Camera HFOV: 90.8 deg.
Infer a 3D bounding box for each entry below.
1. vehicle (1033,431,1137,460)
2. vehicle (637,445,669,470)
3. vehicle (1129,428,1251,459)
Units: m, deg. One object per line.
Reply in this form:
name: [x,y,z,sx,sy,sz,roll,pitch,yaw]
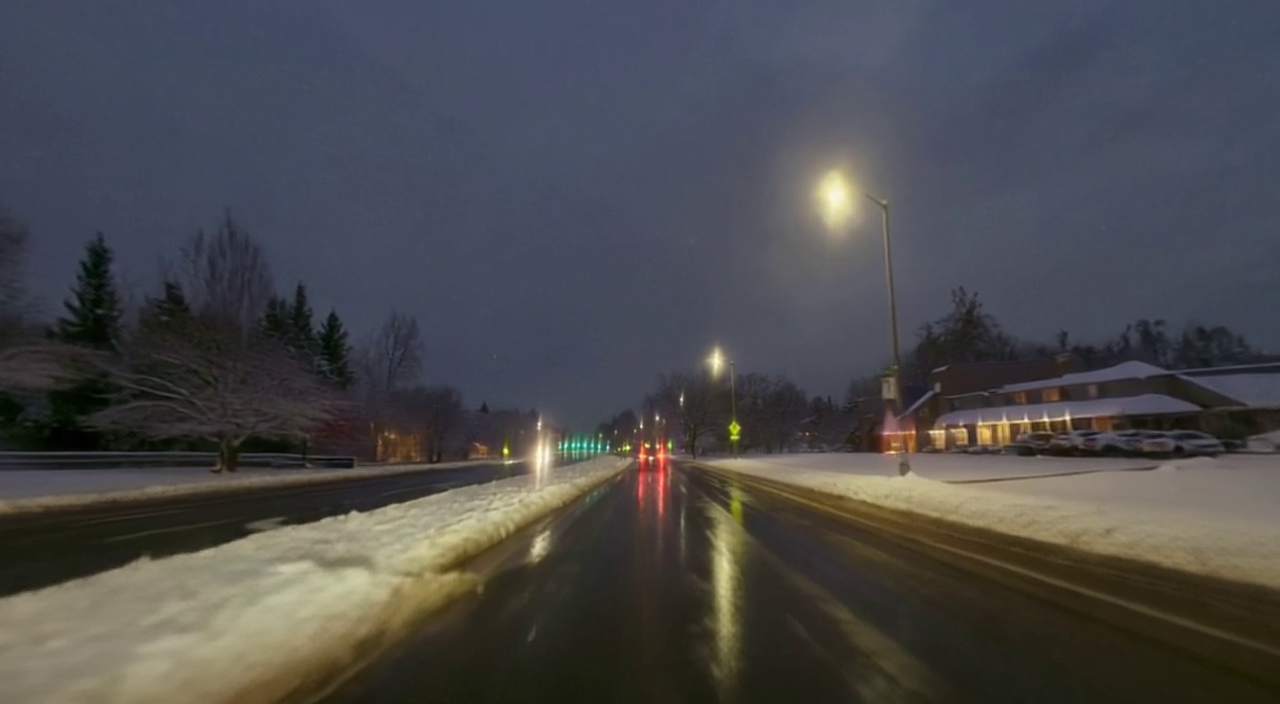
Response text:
vehicle: [26.821,5.679,38.399,2.143,1.623,5.235,0,-8,-6]
vehicle: [0.864,7.378,44.331,2.158,1.600,3.865,0,-9,-1]
vehicle: [27.776,4.677,32.137,1.847,1.451,4.470,1,-9,-8]
